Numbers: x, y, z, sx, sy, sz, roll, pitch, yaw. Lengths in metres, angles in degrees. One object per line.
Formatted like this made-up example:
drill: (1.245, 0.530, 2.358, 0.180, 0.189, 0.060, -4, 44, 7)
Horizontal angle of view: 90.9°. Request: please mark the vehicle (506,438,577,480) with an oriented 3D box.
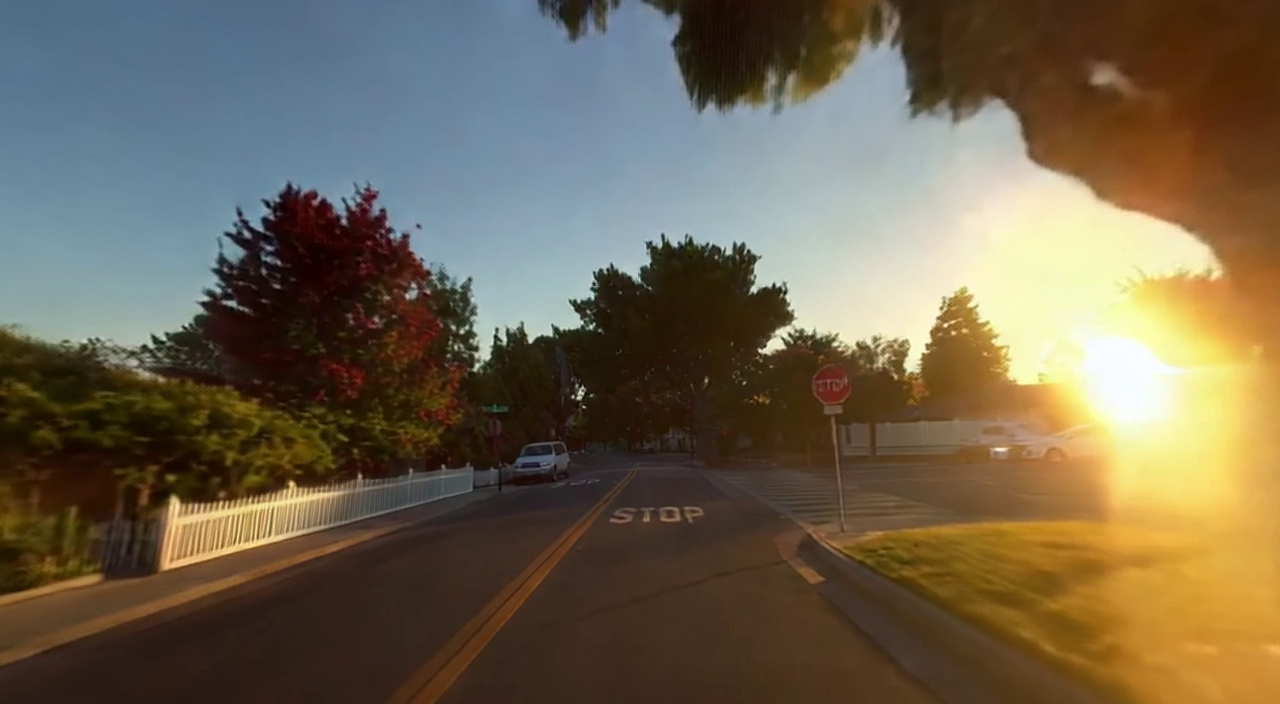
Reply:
vehicle: (-4.933, 5.462, 32.657, 2.308, 1.899, 6.107, -1, -8, 4)
